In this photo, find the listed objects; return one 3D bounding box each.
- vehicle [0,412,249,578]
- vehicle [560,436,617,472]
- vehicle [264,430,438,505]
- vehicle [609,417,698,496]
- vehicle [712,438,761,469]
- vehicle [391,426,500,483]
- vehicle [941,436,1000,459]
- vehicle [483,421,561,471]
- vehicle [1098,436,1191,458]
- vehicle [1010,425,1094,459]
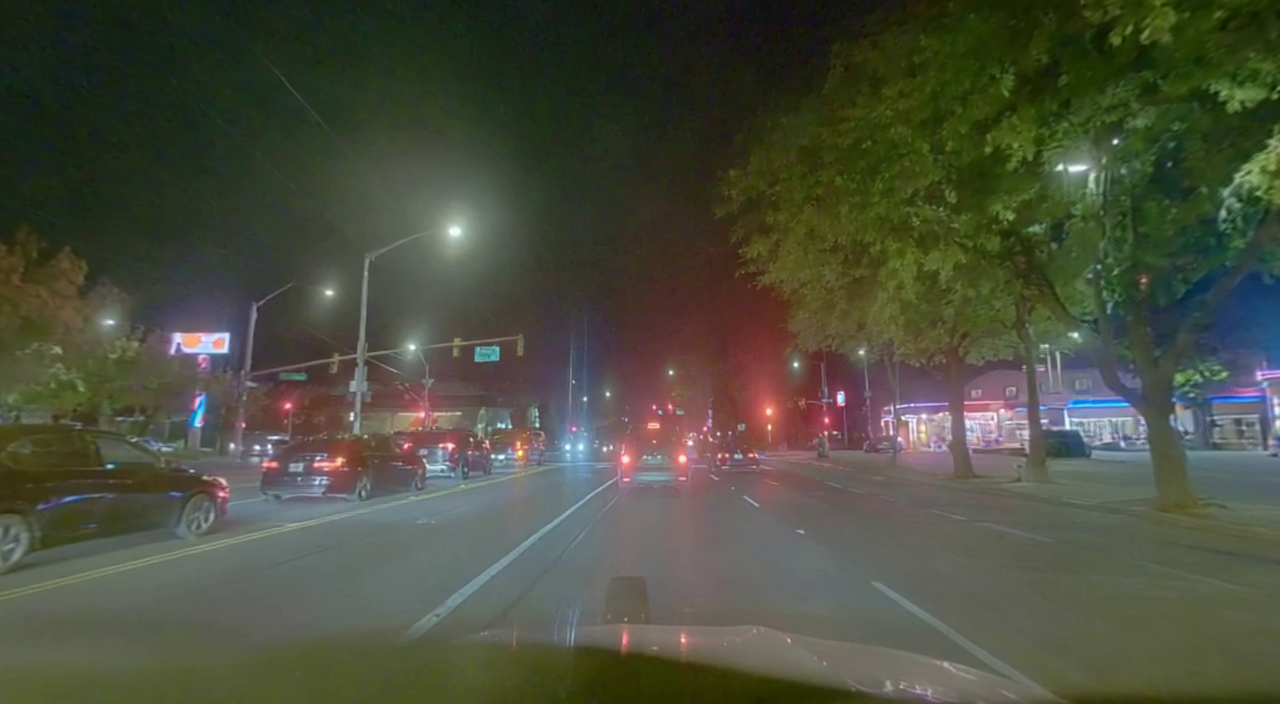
[{"bbox_3d":[-6.783,1.499,7.064,1.901,1.510,4.367,0,-8,1],"label":"vehicle"},{"bbox_3d":[-2.195,4.522,28.075,1.894,1.461,4.080,-1,-8,4],"label":"vehicle"},{"bbox_3d":[-6.399,2.594,14.632,1.831,1.451,4.382,0,-8,2],"label":"vehicle"},{"bbox_3d":[0.367,2.749,16.886,2.064,1.817,4.298,0,-8,2],"label":"vehicle"},{"bbox_3d":[4.769,5.081,31.818,2.023,1.441,4.240,0,-8,3],"label":"vehicle"},{"bbox_3d":[-6.259,3.361,20.910,1.941,1.655,4.503,0,-8,3],"label":"vehicle"},{"bbox_3d":[21.979,6.345,41.903,3.836,1.443,1.694,5,-10,-32],"label":"vehicle"},{"bbox_3d":[-5.290,4.310,29.008,2.496,2.112,4.351,-1,-8,4],"label":"vehicle"},{"bbox_3d":[31.146,5.846,38.968,4.176,1.313,1.719,0,-8,3],"label":"vehicle"},{"bbox_3d":[20.769,4.547,31.768,4.156,1.622,1.924,6,-10,-33],"label":"vehicle"}]
